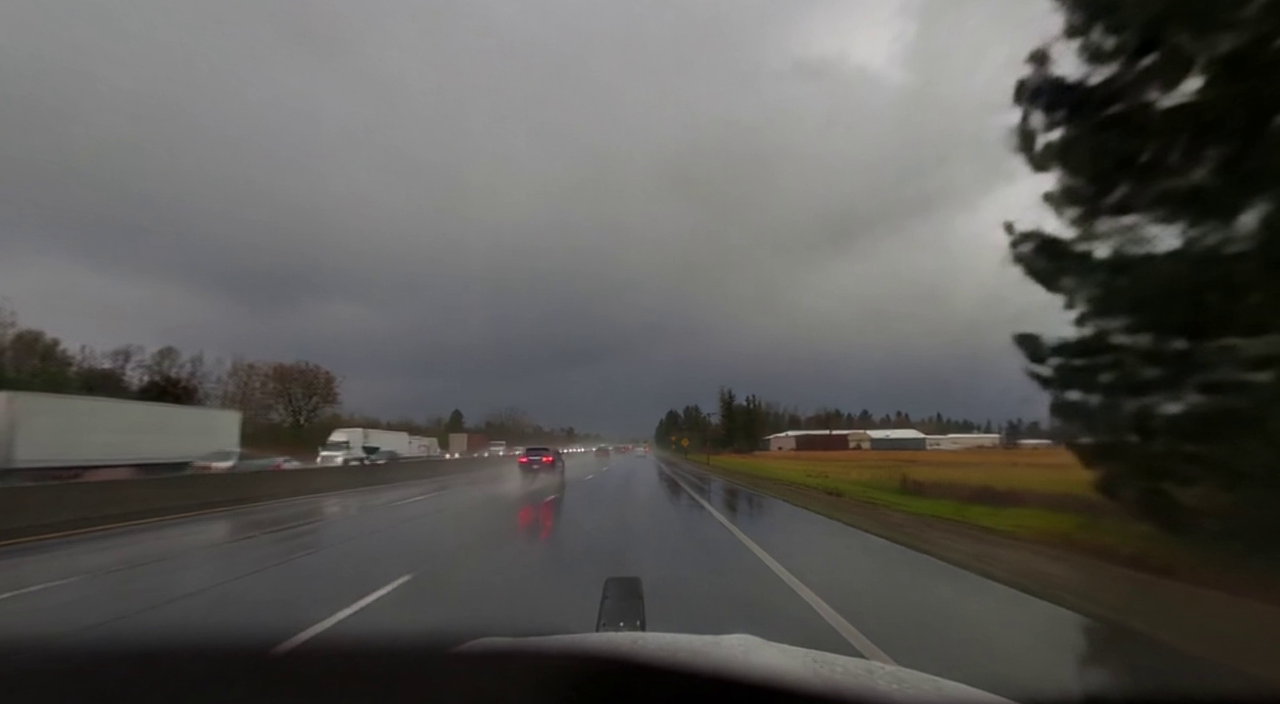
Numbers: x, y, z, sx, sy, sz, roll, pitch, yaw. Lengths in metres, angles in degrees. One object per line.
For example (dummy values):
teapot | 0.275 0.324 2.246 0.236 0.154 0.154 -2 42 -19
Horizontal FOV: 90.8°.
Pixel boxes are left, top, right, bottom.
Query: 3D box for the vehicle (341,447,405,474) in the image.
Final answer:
vehicle | -15.967 6.494 37.968 1.925 1.526 4.370 0 -9 0

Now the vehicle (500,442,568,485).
vehicle | -4.140 4.430 25.338 1.954 1.541 4.079 0 -9 1

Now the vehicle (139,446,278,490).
vehicle | -16.047 4.322 23.836 2.078 1.493 4.427 0 -9 1
